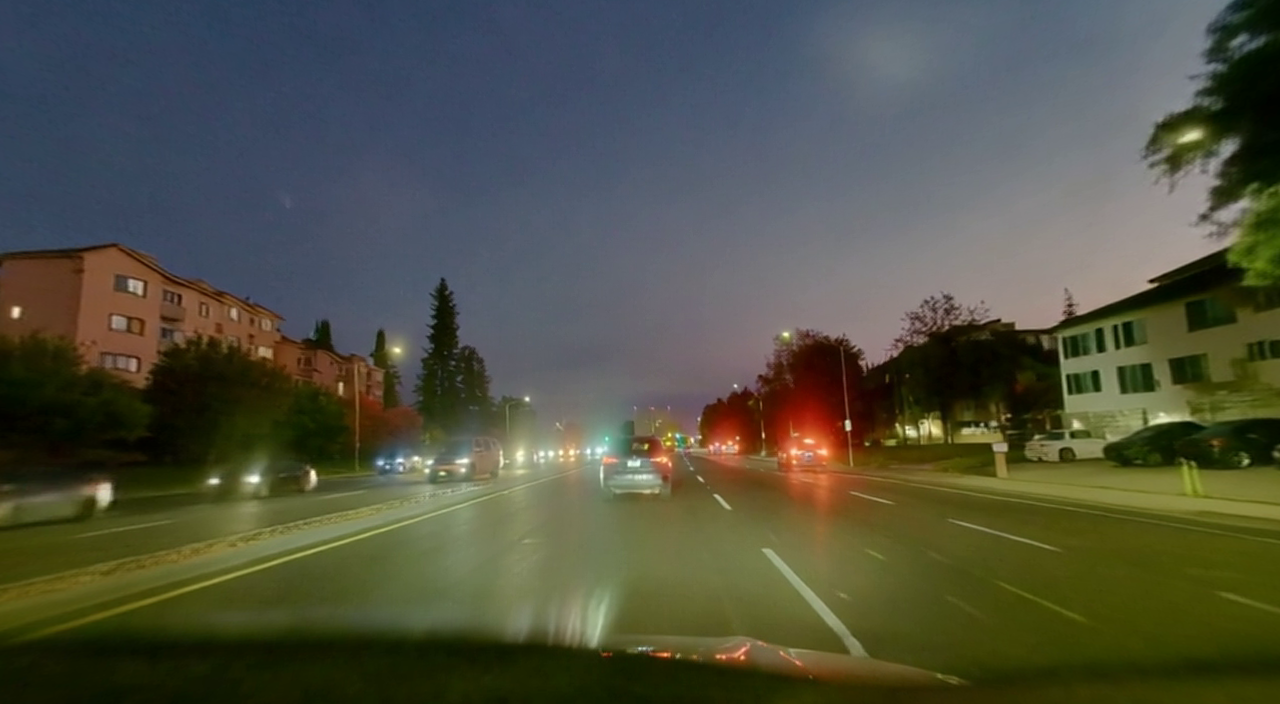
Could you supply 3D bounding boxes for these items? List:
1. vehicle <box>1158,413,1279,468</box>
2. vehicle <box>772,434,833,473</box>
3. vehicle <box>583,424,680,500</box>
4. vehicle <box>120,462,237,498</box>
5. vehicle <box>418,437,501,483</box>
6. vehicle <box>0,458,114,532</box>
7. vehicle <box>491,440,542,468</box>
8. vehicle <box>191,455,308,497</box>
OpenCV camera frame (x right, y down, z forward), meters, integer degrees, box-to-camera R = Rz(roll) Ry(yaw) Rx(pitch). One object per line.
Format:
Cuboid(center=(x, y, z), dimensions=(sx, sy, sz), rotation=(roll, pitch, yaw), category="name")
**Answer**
Cuboid(center=(18.998, 2.754, 19.621), dimensions=(3.799, 1.594, 2.145), rotation=(0, -8, 1), category="vehicle")
Cuboid(center=(7.839, 4.942, 30.835), dimensions=(1.971, 1.722, 4.341), rotation=(0, -8, 2), category="vehicle")
Cuboid(center=(-0.081, 2.980, 17.438), dimensions=(2.332, 1.798, 4.546), rotation=(-1, -8, 3), category="vehicle")
Cuboid(center=(-22.670, 6.255, 31.235), dimensions=(1.874, 1.485, 4.587), rotation=(-2, -8, 9), category="vehicle")
Cuboid(center=(-7.627, 4.598, 27.163), dimensions=(2.119, 1.778, 4.760), rotation=(0, -8, 0), category="vehicle")
Cuboid(center=(-13.828, 3.051, 13.200), dimensions=(1.806, 1.417, 4.405), rotation=(-4, -8, 2), category="vehicle")
Cuboid(center=(-9.154, 7.630, 47.371), dimensions=(2.238, 1.906, 6.264), rotation=(-1, -8, 3), category="vehicle")
Cuboid(center=(-16.740, 5.317, 27.347), dimensions=(2.010, 1.510, 4.532), rotation=(-2, -8, 3), category="vehicle")
